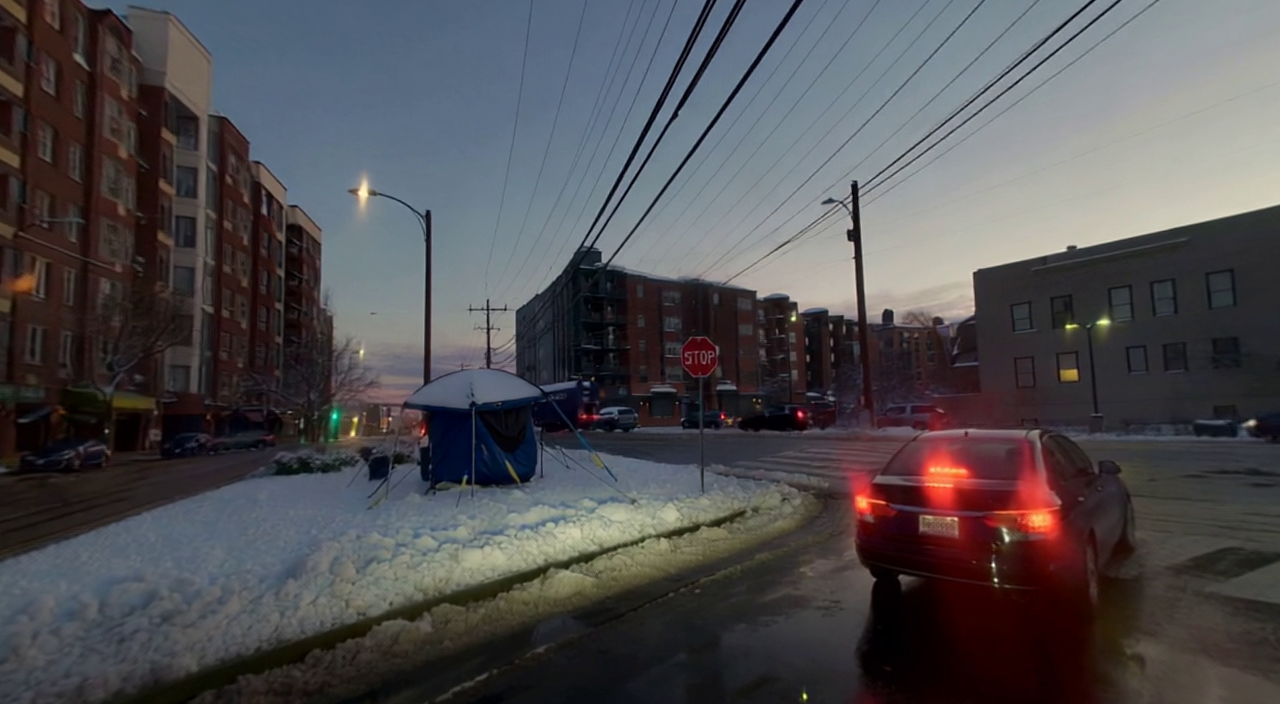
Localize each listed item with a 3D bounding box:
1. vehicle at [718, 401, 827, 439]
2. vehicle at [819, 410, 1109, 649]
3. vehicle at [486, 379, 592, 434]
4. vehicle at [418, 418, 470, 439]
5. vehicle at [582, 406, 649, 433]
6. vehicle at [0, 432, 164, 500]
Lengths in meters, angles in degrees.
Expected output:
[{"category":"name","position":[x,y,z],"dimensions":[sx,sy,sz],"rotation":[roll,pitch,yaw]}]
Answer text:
[{"category":"vehicle","position":[5.772,3.084,27.956],"dimensions":[4.363,1.511,1.838],"rotation":[-8,-11,42]},{"category":"vehicle","position":[3.531,1.573,6.747],"dimensions":[1.945,1.647,4.160],"rotation":[-6,-10,32]},{"category":"vehicle","position":[-6.444,3.538,39.596],"dimensions":[7.172,3.075,2.584],"rotation":[-7,-10,41]},{"category":"vehicle","position":[-15.331,6.011,49.350],"dimensions":[2.089,1.506,4.641],"rotation":[7,-11,-41]},{"category":"vehicle","position":[-1.615,4.295,39.759],"dimensions":[1.790,1.468,4.422],"rotation":[7,-11,-42]},{"category":"vehicle","position":[-17.183,3.480,19.833],"dimensions":[2.054,1.800,5.212],"rotation":[3,-9,-21]}]
